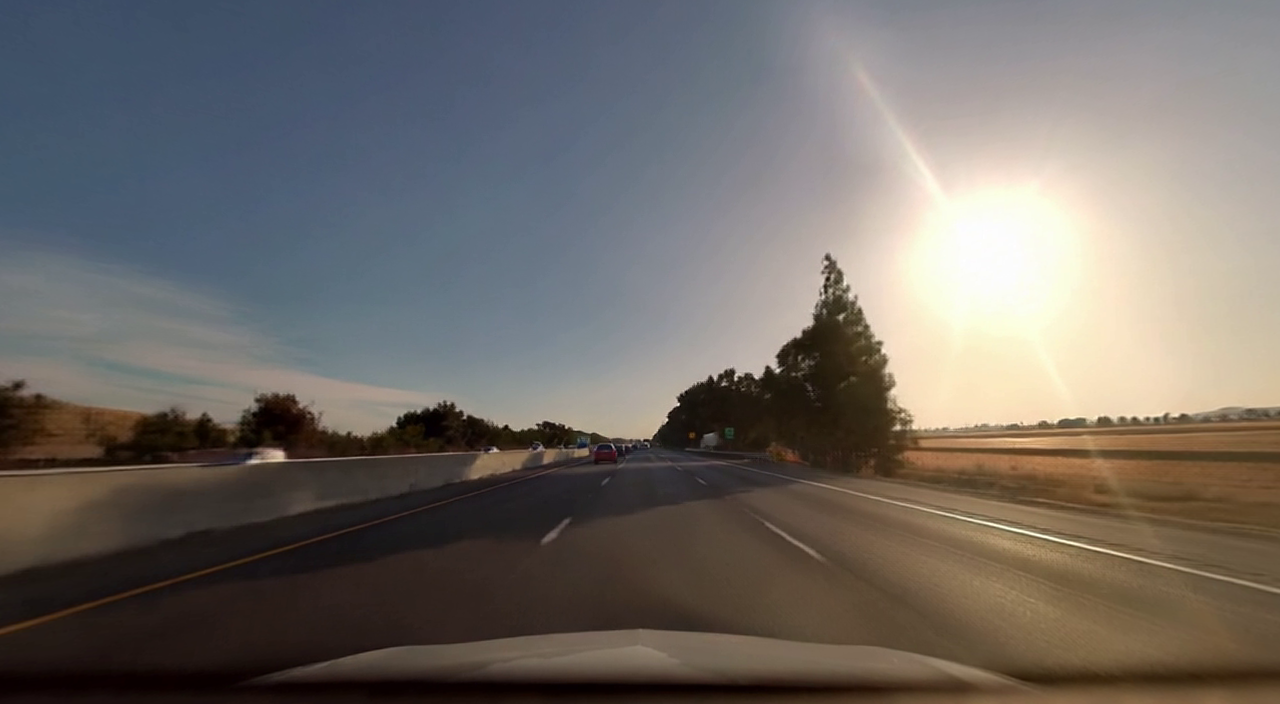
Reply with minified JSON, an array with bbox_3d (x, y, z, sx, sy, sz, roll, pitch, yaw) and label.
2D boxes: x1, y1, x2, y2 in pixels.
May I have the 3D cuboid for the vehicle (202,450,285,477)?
[{"bbox_3d":[-24.465,6.848,39.099,1.991,1.525,4.792,0,-8,0],"label":"vehicle"}]
